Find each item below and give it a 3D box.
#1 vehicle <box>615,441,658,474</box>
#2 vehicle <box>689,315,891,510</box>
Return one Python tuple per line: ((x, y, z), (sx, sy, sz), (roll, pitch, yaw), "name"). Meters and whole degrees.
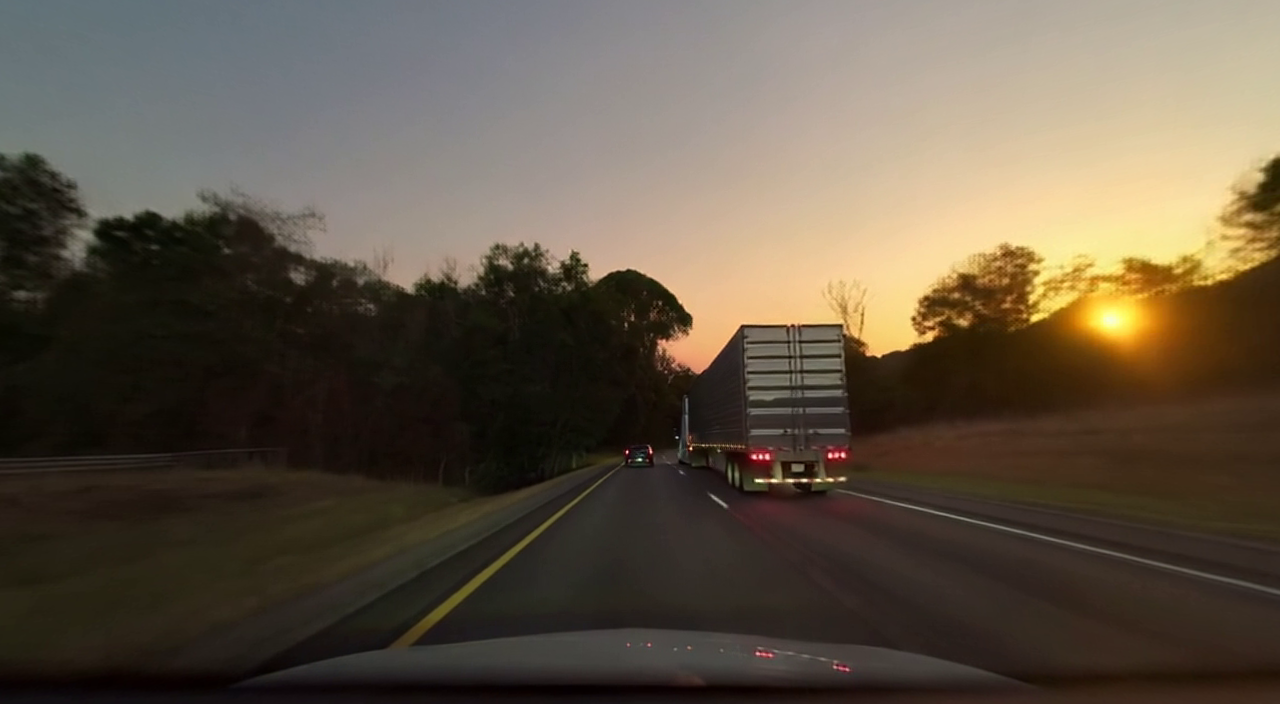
((-0.157, 5.179, 31.161), (1.968, 1.515, 4.025), (0, -8, 0), "vehicle")
((3.763, 2.419, 21.379), (2.929, 4.158, 15.921), (0, -8, 0), "vehicle")
